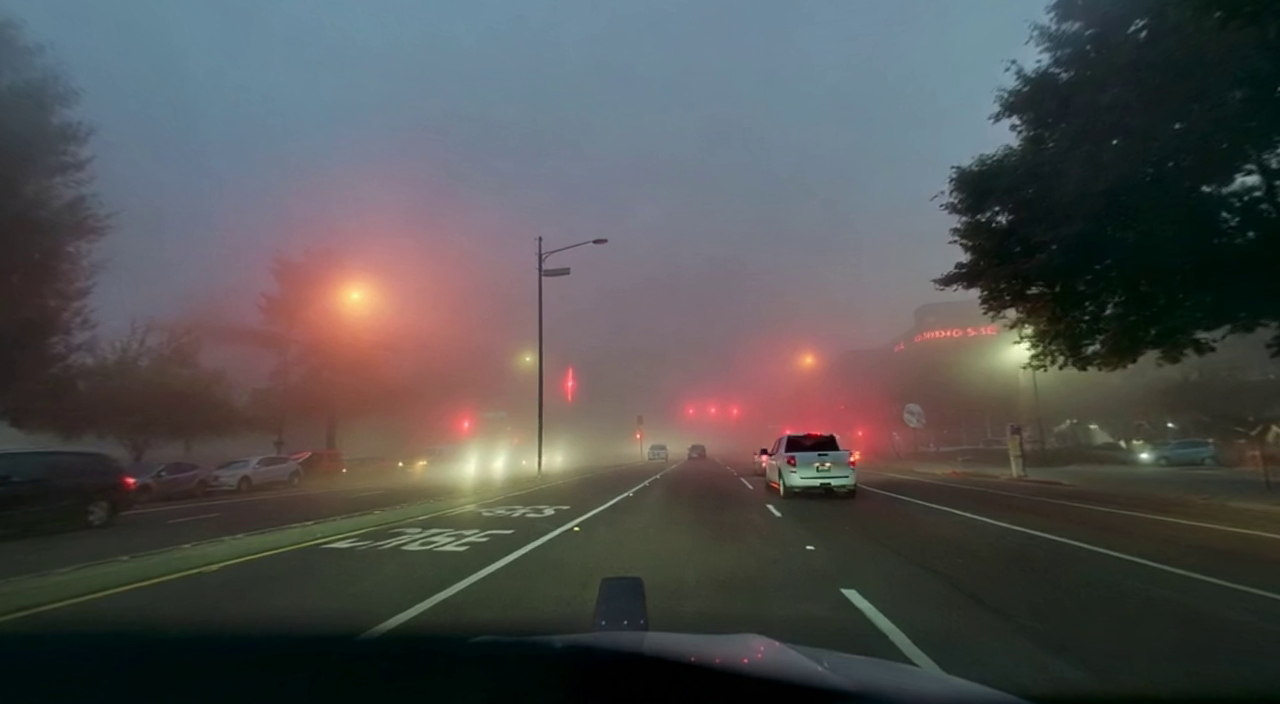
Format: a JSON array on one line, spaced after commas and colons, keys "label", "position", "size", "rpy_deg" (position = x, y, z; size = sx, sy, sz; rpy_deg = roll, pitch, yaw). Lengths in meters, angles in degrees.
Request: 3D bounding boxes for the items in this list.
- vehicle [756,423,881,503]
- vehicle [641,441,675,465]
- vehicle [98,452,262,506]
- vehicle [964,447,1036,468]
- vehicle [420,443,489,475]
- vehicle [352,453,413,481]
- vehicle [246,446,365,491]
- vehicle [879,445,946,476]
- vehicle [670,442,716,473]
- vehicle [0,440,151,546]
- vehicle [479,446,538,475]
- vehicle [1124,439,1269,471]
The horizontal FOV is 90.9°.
[{"label": "vehicle", "position": [4.492, 2.879, 16.760], "size": [2.282, 1.797, 4.924], "rpy_deg": [-1, -8, 5]}, {"label": "vehicle", "position": [1.398, 7.462, 46.632], "size": [2.057, 1.678, 4.639], "rpy_deg": [-1, -8, 7]}, {"label": "vehicle", "position": [-15.734, 4.315, 21.940], "size": [1.937, 1.605, 4.531], "rpy_deg": [-1, -8, 6]}, {"label": "vehicle", "position": [27.484, 8.064, 48.290], "size": [4.361, 1.429, 1.843], "rpy_deg": [0, -9, 11]}, {"label": "vehicle", "position": [-11.788, 6.811, 40.524], "size": [2.337, 1.895, 5.872], "rpy_deg": [-1, -8, 3]}, {"label": "vehicle", "position": [-14.931, 6.660, 36.801], "size": [1.804, 1.437, 4.560], "rpy_deg": [0, -8, -2]}, {"label": "vehicle", "position": [-15.587, 5.402, 29.861], "size": [2.200, 1.884, 5.653], "rpy_deg": [-1, -8, 4]}, {"label": "vehicle", "position": [13.620, 5.401, 31.774], "size": [1.935, 1.435, 4.141], "rpy_deg": [-1, -8, 6]}, {"label": "vehicle", "position": [2.751, 5.335, 32.069], "size": [2.059, 1.477, 3.988], "rpy_deg": [-1, -8, 8]}, {"label": "vehicle", "position": [-11.284, 2.349, 10.637], "size": [2.059, 1.695, 4.595], "rpy_deg": [-1, -8, 6]}, {"label": "vehicle", "position": [-7.645, 6.317, 37.084], "size": [2.047, 1.572, 4.472], "rpy_deg": [-1, -8, 6]}, {"label": "vehicle", "position": [28.930, 5.420, 33.057], "size": [2.043, 1.496, 5.210], "rpy_deg": [2, -10, -21]}]
